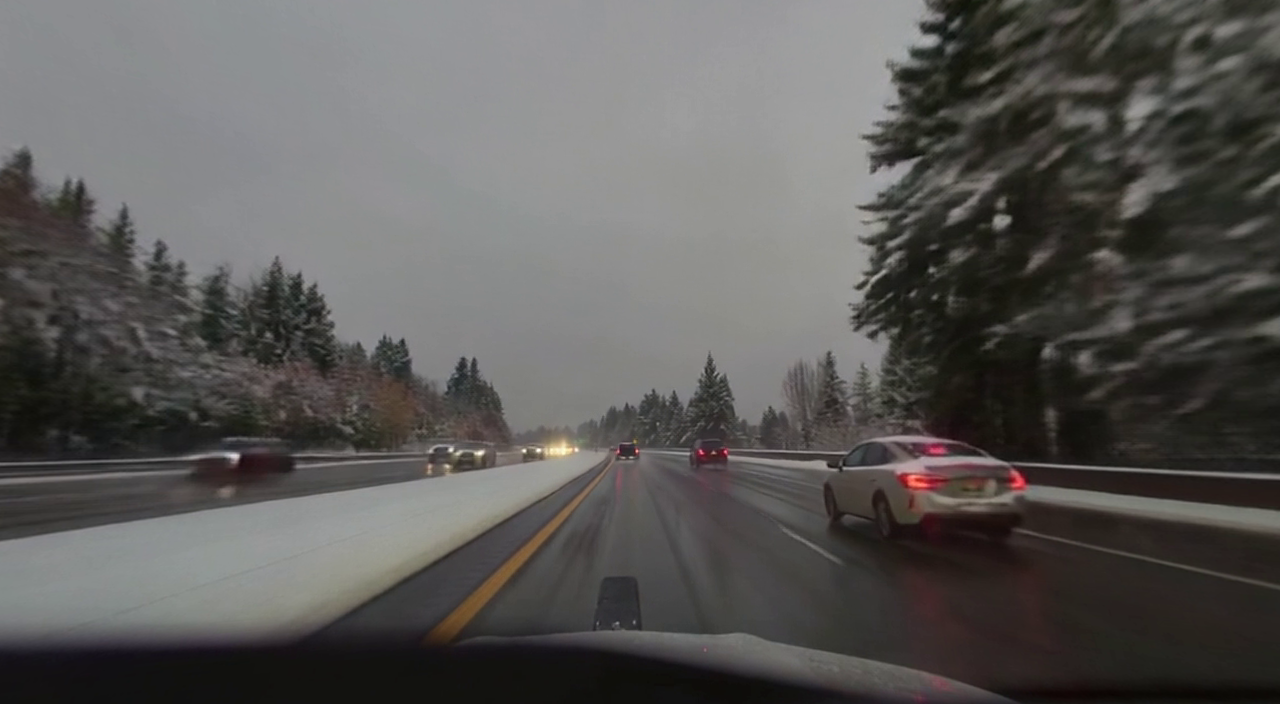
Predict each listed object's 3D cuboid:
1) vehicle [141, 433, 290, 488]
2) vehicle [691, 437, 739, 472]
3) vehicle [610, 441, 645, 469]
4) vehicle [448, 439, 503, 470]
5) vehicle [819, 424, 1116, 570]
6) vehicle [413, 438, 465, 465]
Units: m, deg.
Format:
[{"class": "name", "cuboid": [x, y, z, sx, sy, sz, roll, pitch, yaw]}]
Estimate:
[{"class": "vehicle", "cuboid": [-12.926, 3.323, 19.433, 1.874, 1.498, 3.922, 0, -9, 0]}, {"class": "vehicle", "cuboid": [3.899, 5.416, 33.291, 1.982, 1.745, 4.151, 0, -9, -1]}, {"class": "vehicle", "cuboid": [-0.772, 6.610, 40.271, 2.151, 1.693, 4.201, 0, -9, -1]}, {"class": "vehicle", "cuboid": [-8.688, 5.445, 33.454, 1.840, 1.487, 3.872, 0, -9, 0]}, {"class": "vehicle", "cuboid": [4.051, 1.842, 8.675, 1.968, 1.513, 3.911, 0, -9, 0]}, {"class": "vehicle", "cuboid": [-13.548, 6.730, 42.562, 2.099, 1.724, 4.481, 0, -9, 0]}]
